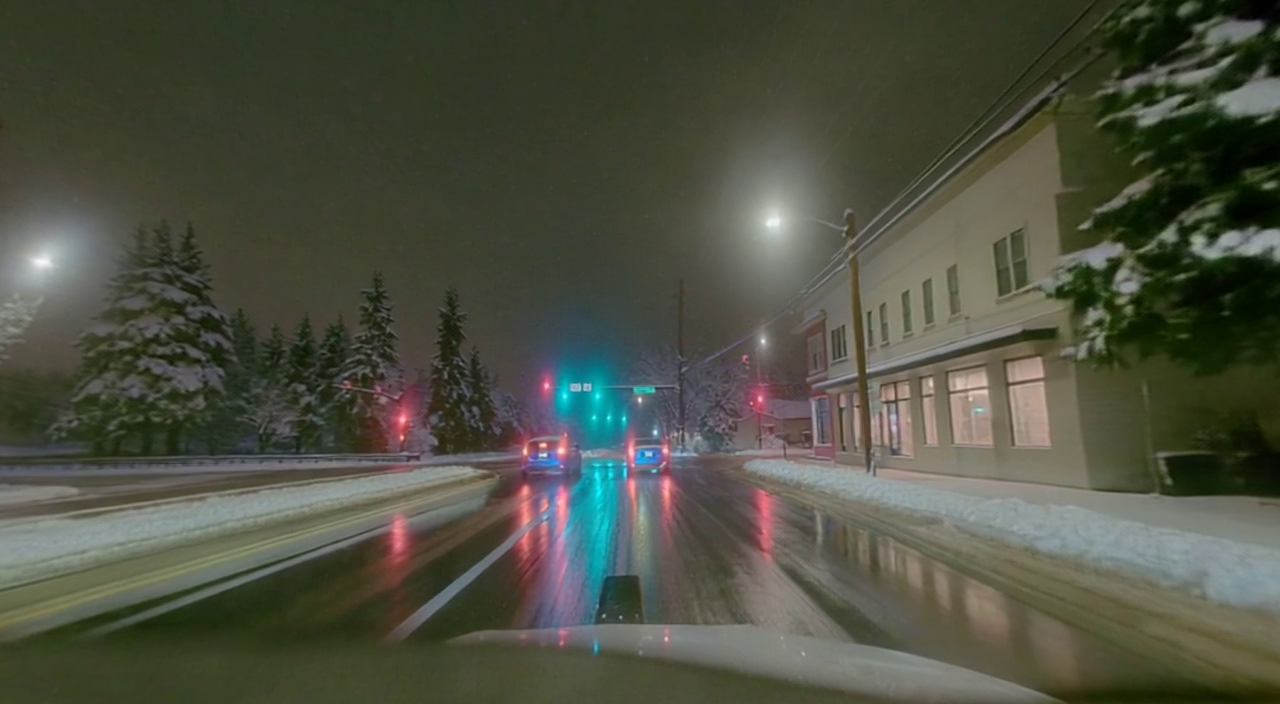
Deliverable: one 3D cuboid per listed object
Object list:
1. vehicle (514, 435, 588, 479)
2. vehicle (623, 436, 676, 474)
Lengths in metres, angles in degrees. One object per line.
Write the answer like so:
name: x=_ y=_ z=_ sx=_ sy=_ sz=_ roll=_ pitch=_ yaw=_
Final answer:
vehicle: x=-3.210 y=3.889 z=23.621 sx=2.032 sy=1.467 sz=4.411 roll=0 pitch=-8 yaw=1
vehicle: x=0.357 y=4.263 z=26.433 sx=2.059 sy=1.456 sz=4.047 roll=0 pitch=-8 yaw=0
